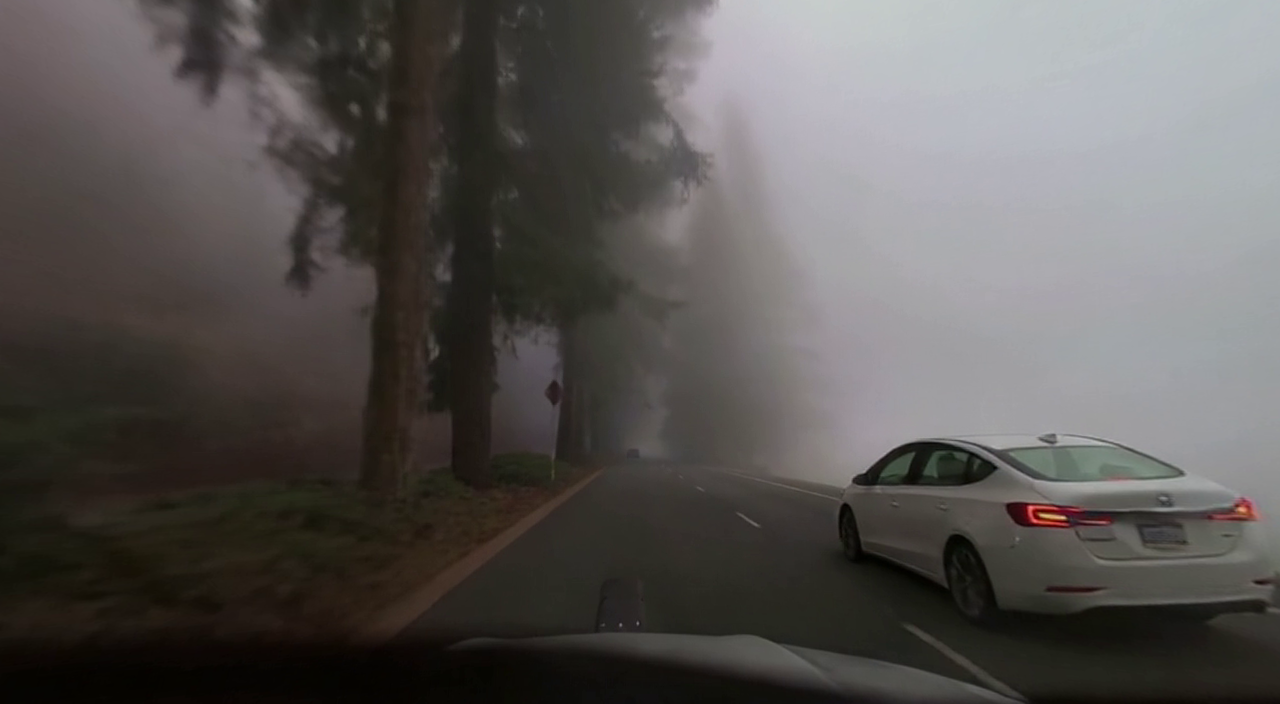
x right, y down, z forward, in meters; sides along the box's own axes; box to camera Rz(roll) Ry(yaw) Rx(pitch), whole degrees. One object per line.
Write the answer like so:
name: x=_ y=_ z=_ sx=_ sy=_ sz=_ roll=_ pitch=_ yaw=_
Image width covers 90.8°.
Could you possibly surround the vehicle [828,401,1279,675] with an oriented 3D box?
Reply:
vehicle: x=3.537 y=1.432 z=6.057 sx=2.060 sy=1.584 sz=4.592 roll=0 pitch=-9 yaw=0
